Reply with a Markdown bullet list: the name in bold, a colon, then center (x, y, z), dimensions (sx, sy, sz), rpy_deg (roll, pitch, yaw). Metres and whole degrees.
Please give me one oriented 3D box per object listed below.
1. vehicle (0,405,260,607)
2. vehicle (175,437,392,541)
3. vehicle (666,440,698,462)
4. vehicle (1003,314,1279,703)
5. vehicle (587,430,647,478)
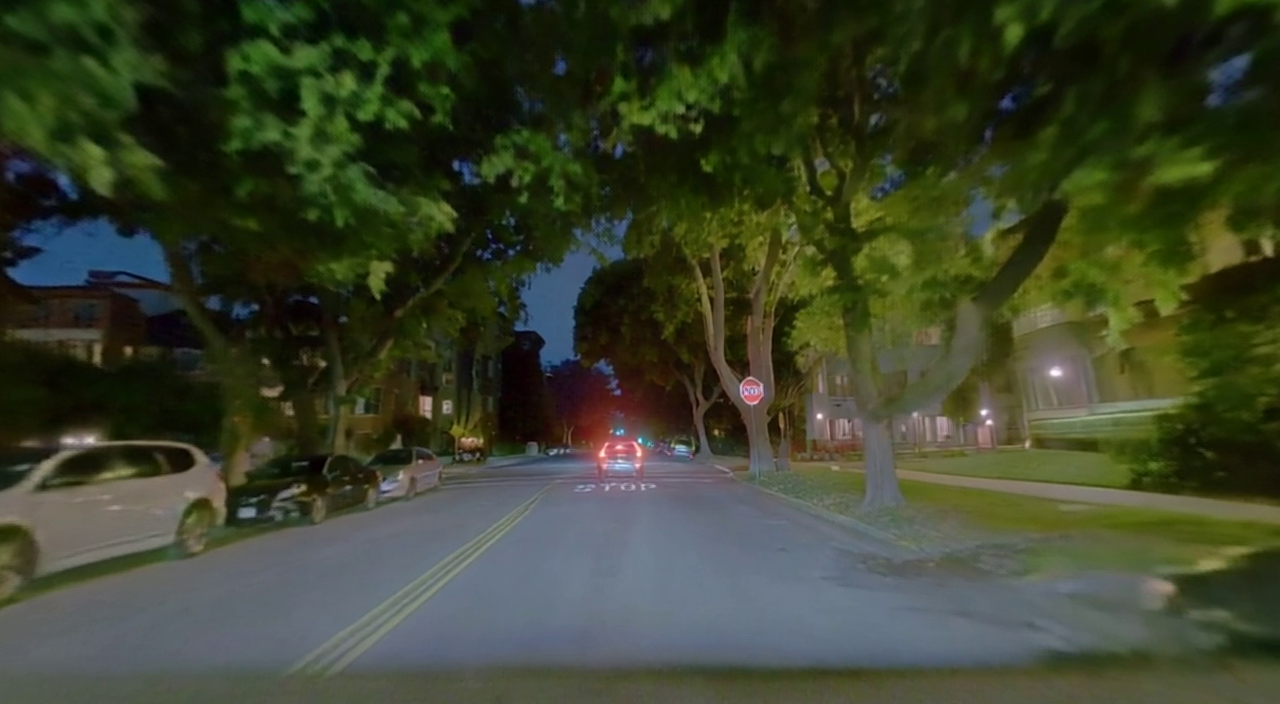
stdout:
- **vehicle**: center (-6.186, 1.557, 6.434), dimensions (1.899, 1.615, 4.624), rpy_deg (-7, -8, -3)
- **vehicle**: center (-6.507, 2.513, 12.185), dimensions (1.975, 1.515, 4.179), rpy_deg (-3, -9, -3)
- **vehicle**: center (3.145, 7.546, 48.151), dimensions (1.987, 1.608, 3.883), rpy_deg (1, -8, -3)
- **vehicle**: center (2.620, 0.565, 0.385), dimensions (2.071, 1.608, 4.547), rpy_deg (0, -7, 0)
- **vehicle**: center (-0.892, 4.017, 25.121), dimensions (2.172, 1.722, 4.201), rpy_deg (0, -8, -2)
